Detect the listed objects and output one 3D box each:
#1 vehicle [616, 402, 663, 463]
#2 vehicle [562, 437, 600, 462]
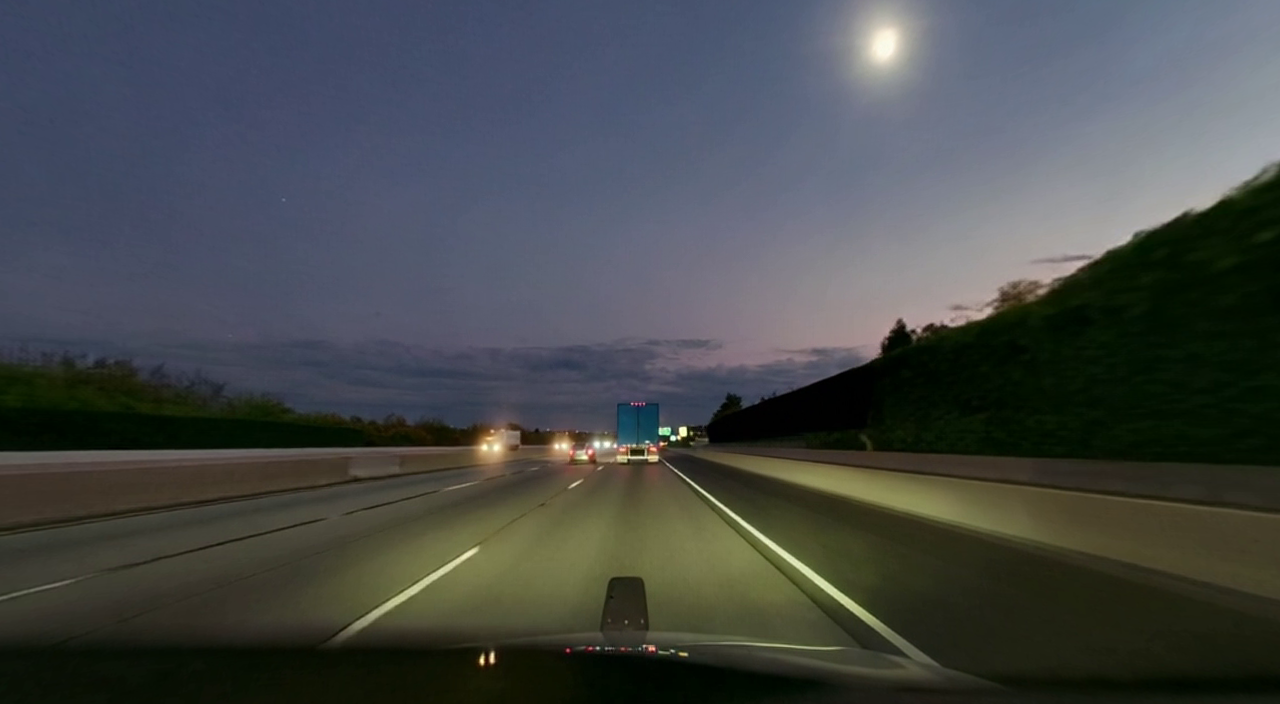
[{"bbox_3d":[-0.202,6.472,49.757,3.078,4.031,16.069,0,-8,-1],"label":"vehicle"},{"bbox_3d":[-4.159,6.950,44.997,2.186,1.716,4.672,0,-8,1],"label":"vehicle"}]
